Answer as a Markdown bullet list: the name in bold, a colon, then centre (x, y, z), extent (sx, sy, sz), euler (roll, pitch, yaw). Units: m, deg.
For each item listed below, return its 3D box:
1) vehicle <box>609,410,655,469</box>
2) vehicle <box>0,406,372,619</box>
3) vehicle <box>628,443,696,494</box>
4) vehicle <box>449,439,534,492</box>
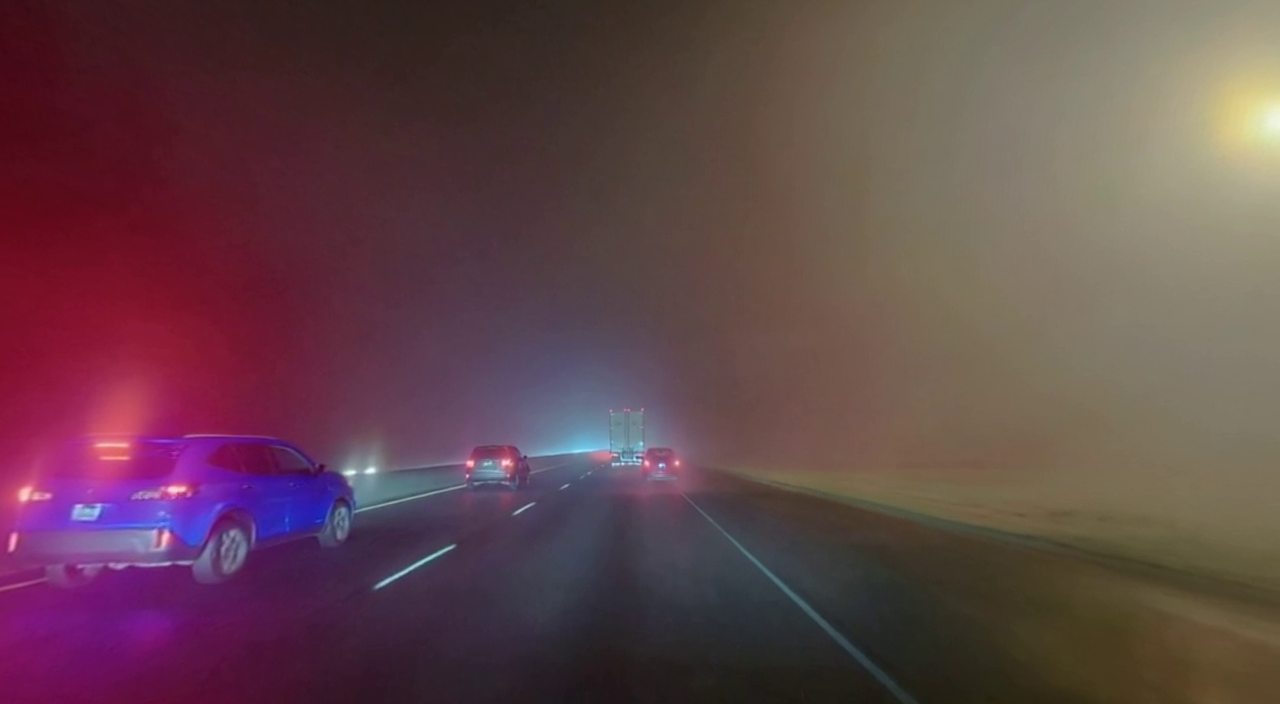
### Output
- **vehicle**: centre (-0.729, 6.848, 48.617), extent (3.113, 4.066, 10.786), euler (0, -9, -2)
- **vehicle**: centre (-5.002, 1.590, 7.104), extent (2.100, 1.671, 4.105), euler (0, -9, 0)
- **vehicle**: centre (0.631, 3.817, 20.895), extent (2.026, 1.489, 4.045), euler (0, -9, -1)
- **vehicle**: centre (-5.134, 3.967, 22.282), extent (2.035, 1.664, 4.064), euler (0, -9, 0)
